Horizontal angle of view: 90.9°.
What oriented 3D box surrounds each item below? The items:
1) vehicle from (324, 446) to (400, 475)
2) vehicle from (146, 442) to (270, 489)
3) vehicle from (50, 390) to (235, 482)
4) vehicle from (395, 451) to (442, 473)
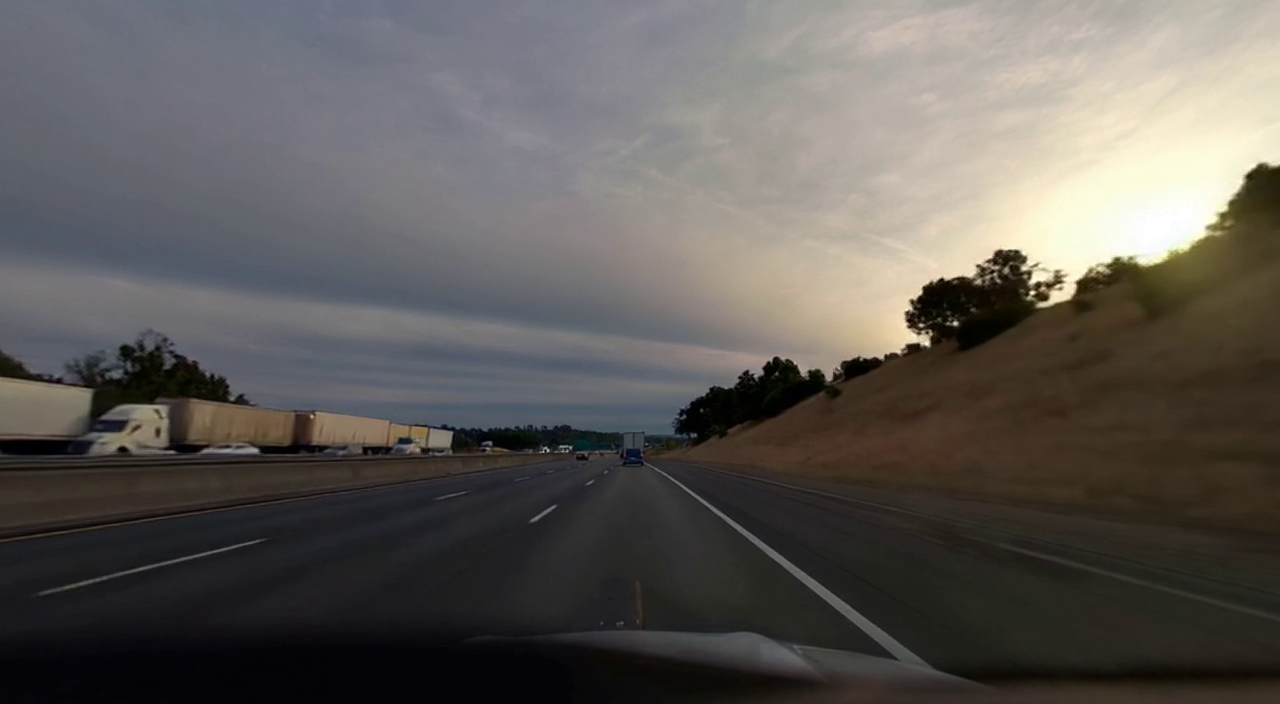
[{"bbox_3d":[-15.408,6.038,35.235,2.155,1.506,4.541,0,-9,0],"label":"vehicle"},{"bbox_3d":[-15.296,4.034,22.581,1.699,1.513,3.748,0,-9,1],"label":"vehicle"},{"bbox_3d":[-23.690,4.153,30.703,2.971,3.926,7.189,0,-9,-1],"label":"vehicle"},{"bbox_3d":[-15.382,7.629,43.983,1.827,1.416,3.911,0,-9,0],"label":"vehicle"}]
